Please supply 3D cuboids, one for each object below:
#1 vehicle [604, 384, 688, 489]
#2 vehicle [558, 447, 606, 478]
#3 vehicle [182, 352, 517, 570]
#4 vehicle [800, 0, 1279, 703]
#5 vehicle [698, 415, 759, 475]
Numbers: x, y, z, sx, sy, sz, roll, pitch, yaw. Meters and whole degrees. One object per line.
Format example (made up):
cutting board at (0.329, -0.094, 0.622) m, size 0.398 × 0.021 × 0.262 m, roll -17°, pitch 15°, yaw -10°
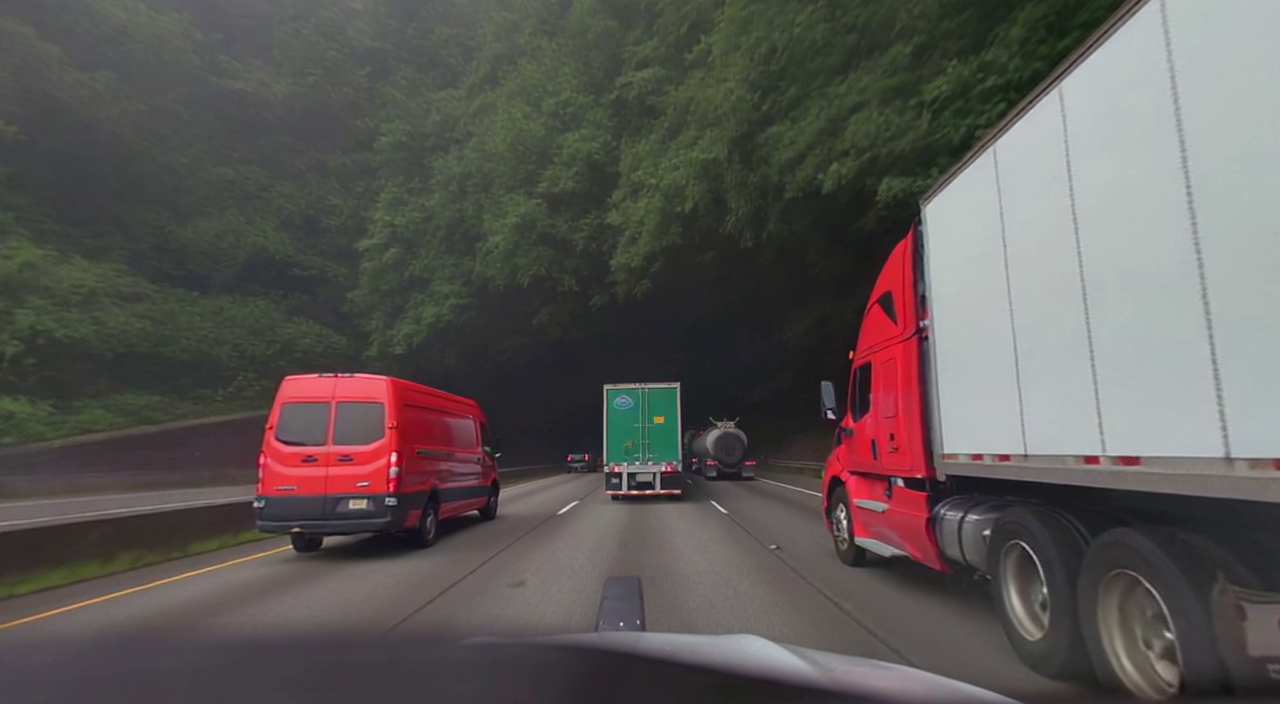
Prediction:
vehicle at (0.129, 3.544, 25.647) m, size 2.773 × 3.455 × 9.118 m, roll 0°, pitch -9°, yaw -1°
vehicle at (-3.247, 6.279, 36.085) m, size 2.134 × 1.652 × 4.439 m, roll 0°, pitch -9°, yaw 3°
vehicle at (-4.039, 1.768, 10.650) m, size 2.525 × 2.572 × 6.260 m, roll 0°, pitch -9°, yaw 1°
vehicle at (4.341, -0.009, 4.722) m, size 3.139 × 4.152 × 11.915 m, roll 0°, pitch -9°, yaw 0°
vehicle at (5.685, 6.357, 42.677) m, size 2.706 × 3.500 × 11.483 m, roll 0°, pitch -9°, yaw 1°
